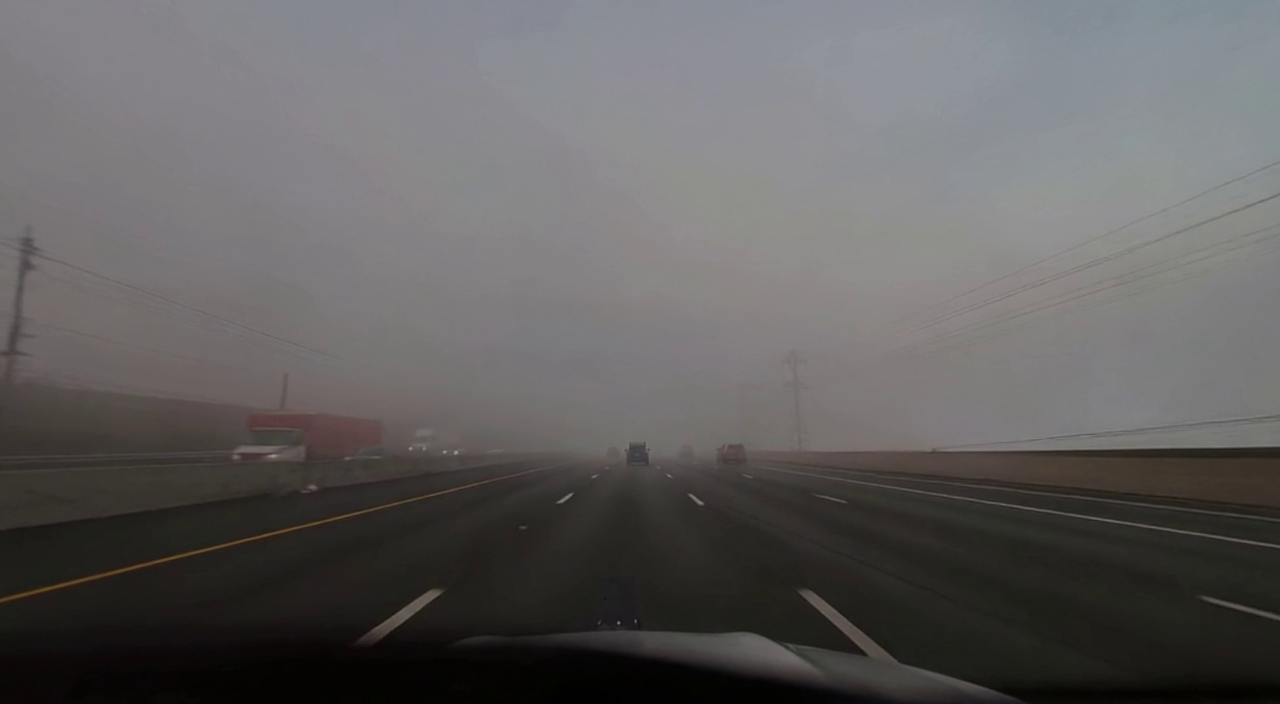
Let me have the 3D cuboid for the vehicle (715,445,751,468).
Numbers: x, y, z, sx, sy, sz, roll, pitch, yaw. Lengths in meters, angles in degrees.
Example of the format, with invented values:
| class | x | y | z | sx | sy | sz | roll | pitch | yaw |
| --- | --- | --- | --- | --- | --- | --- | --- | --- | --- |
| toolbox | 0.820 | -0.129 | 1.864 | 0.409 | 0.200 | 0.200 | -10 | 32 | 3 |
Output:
| class | x | y | z | sx | sy | sz | roll | pitch | yaw |
| --- | --- | --- | --- | --- | --- | --- | --- | --- | --- |
| vehicle | 6.984 | 7.842 | 47.753 | 2.005 | 1.687 | 4.259 | 0 | -8 | -1 |

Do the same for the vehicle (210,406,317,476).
| class | x | y | z | sx | sy | sz | roll | pitch | yaw |
| --- | --- | --- | --- | --- | --- | --- | --- | --- | --- |
| vehicle | -23.200 | 5.541 | 39.372 | 3.111 | 4.008 | 5.442 | 0 | -8 | 0 |

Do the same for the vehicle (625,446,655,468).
| class | x | y | z | sx | sy | sz | roll | pitch | yaw |
| --- | --- | --- | --- | --- | --- | --- | --- | --- | --- |
| vehicle | -0.041 | 7.581 | 45.844 | 2.109 | 1.489 | 4.027 | 0 | -8 | -1 |

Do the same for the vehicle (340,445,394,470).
| class | x | y | z | sx | sy | sz | roll | pitch | yaw |
| --- | --- | --- | --- | --- | --- | --- | --- | --- | --- |
| vehicle | -19.292 | 7.476 | 44.920 | 1.919 | 1.657 | 4.401 | 0 | -8 | 0 |
